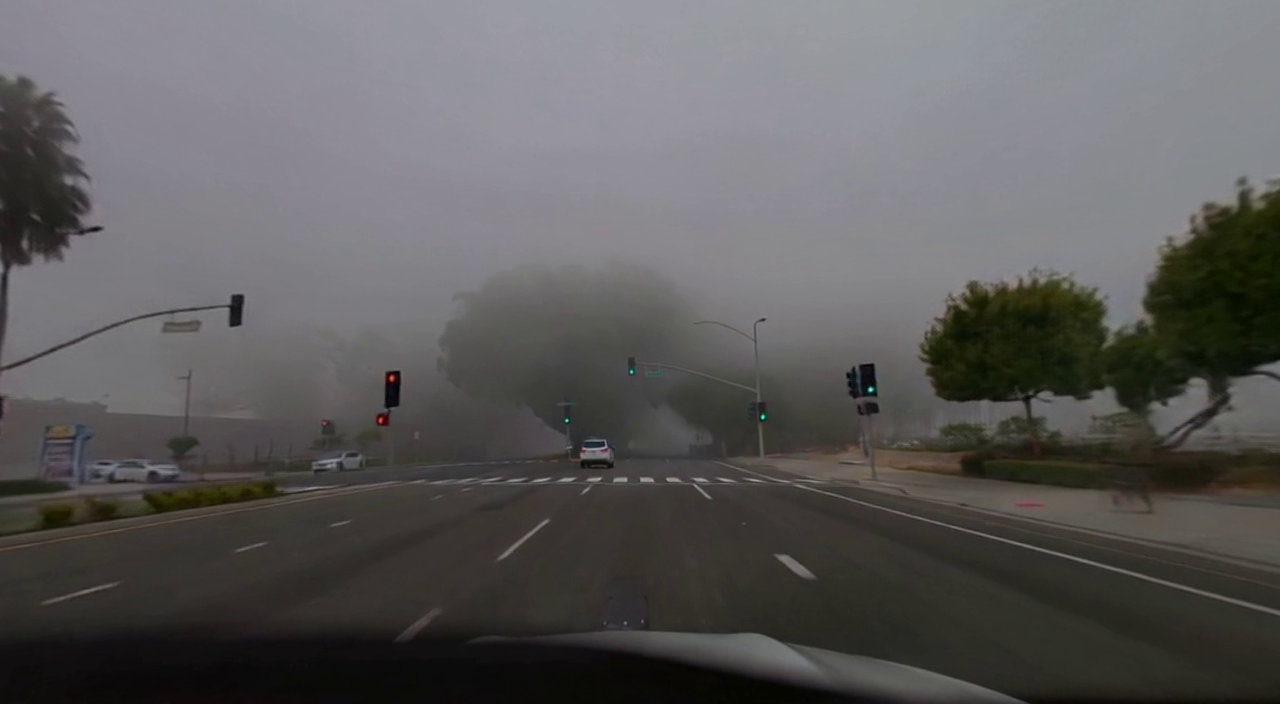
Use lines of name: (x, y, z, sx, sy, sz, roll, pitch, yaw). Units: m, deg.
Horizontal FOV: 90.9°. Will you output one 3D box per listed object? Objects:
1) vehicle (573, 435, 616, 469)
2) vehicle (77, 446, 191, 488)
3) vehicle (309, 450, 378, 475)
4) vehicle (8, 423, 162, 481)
vehicle: (-2.452, 5.574, 35.326, 2.011, 1.756, 4.478, 0, -8, 1)
vehicle: (-28.141, 6.359, 35.146, 4.597, 1.952, 2.040, -3, -7, -1)
vehicle: (-21.614, 8.066, 46.144, 1.988, 1.717, 4.403, -4, -9, 20)
vehicle: (-36.119, 6.503, 41.226, 7.179, 3.622, 2.857, 0, -8, 0)
